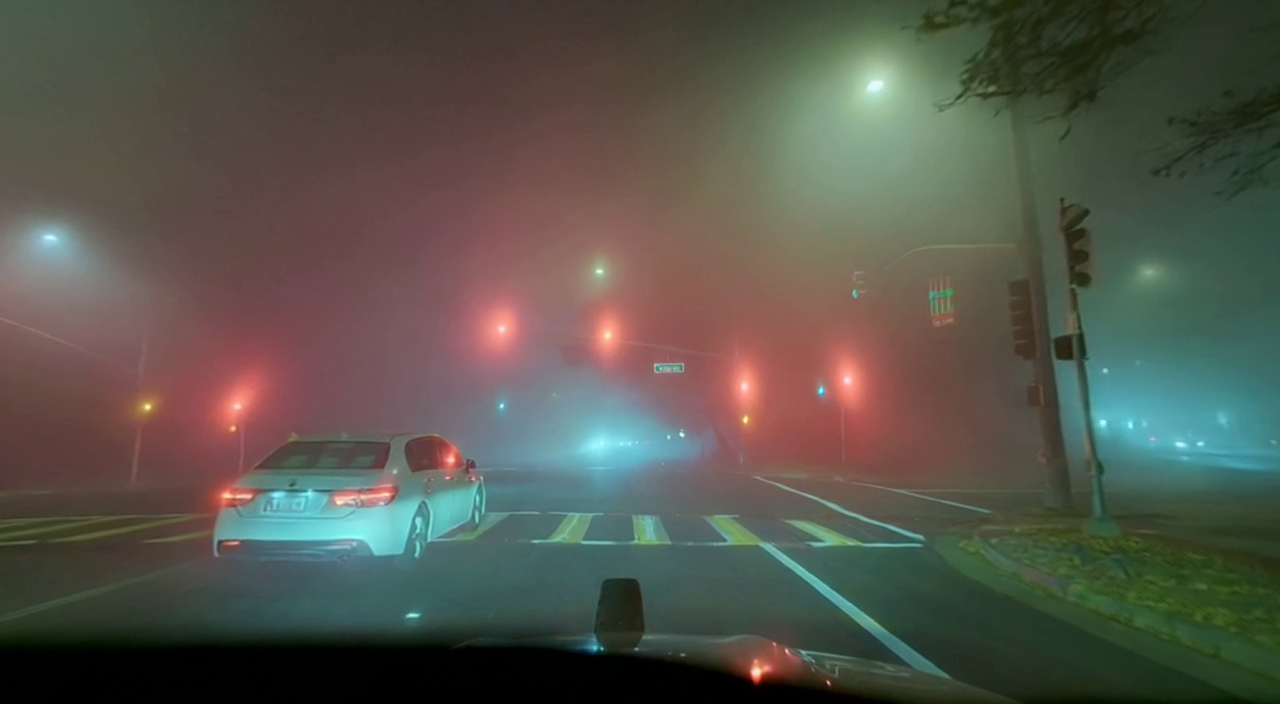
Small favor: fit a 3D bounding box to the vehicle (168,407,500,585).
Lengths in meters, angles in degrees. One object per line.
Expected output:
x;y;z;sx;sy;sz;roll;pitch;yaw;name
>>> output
-3.276;1.640;8.050;2.076;1.599;4.483;0;-8;-2;vehicle
